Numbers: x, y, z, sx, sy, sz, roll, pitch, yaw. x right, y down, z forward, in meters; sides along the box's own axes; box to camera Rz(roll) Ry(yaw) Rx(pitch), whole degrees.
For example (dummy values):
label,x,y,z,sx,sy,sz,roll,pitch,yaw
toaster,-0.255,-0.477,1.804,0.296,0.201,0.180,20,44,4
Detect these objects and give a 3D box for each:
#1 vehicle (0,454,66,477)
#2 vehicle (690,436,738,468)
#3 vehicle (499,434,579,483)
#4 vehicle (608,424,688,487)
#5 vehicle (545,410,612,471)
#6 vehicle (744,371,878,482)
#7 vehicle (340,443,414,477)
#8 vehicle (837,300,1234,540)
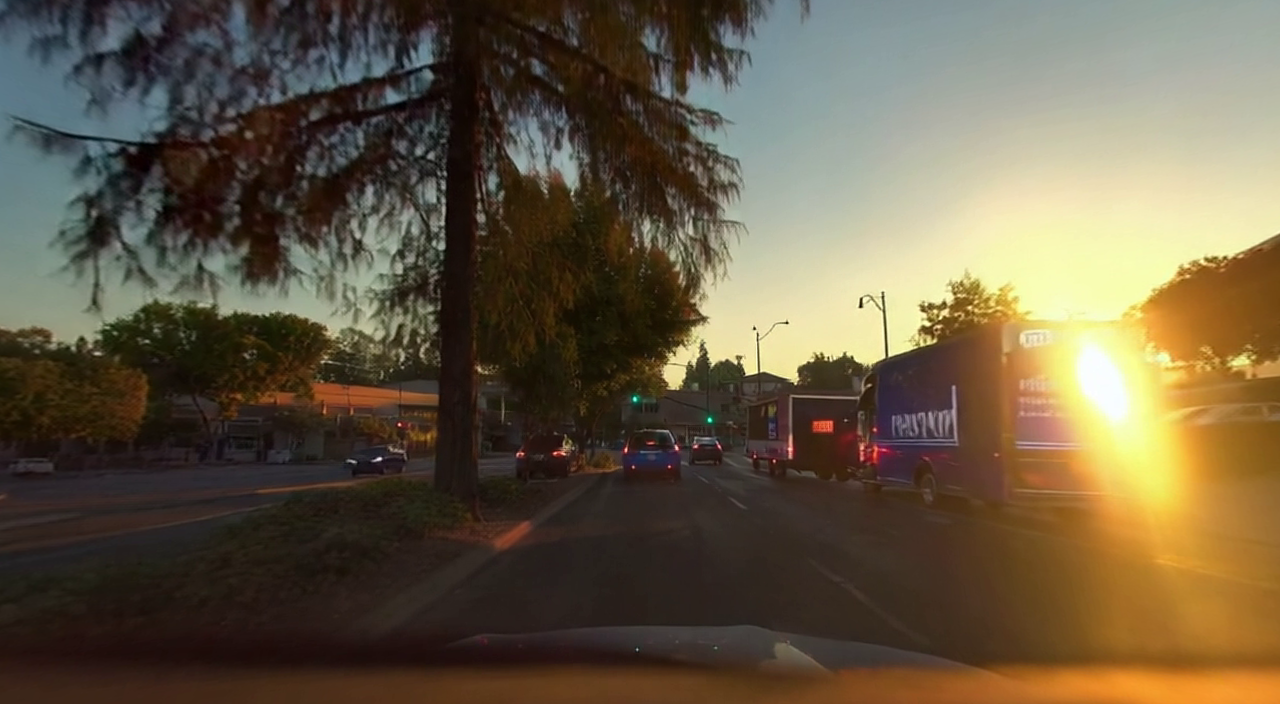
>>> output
label,x,y,z,sx,sy,sz,roll,pitch,yaw
vehicle,-41.425,7.663,42.847,1.795,1.416,4.294,2,-9,-17
vehicle,3.798,5.228,33.118,2.075,1.540,4.411,-1,-8,1
vehicle,-3.388,3.645,21.940,2.008,1.500,4.369,-1,-8,1
vehicle,0.261,3.160,19.497,2.209,1.718,4.008,-1,-8,1
vehicle,-3.024,4.623,32.962,2.715,2.791,7.171,-1,-8,1
vehicle,6.937,3.440,27.658,2.816,3.804,10.315,-3,-9,0
vehicle,-13.487,5.515,32.618,1.928,1.497,4.446,-1,-7,0
vehicle,6.754,1.489,12.827,2.891,3.361,7.843,-1,-8,0
